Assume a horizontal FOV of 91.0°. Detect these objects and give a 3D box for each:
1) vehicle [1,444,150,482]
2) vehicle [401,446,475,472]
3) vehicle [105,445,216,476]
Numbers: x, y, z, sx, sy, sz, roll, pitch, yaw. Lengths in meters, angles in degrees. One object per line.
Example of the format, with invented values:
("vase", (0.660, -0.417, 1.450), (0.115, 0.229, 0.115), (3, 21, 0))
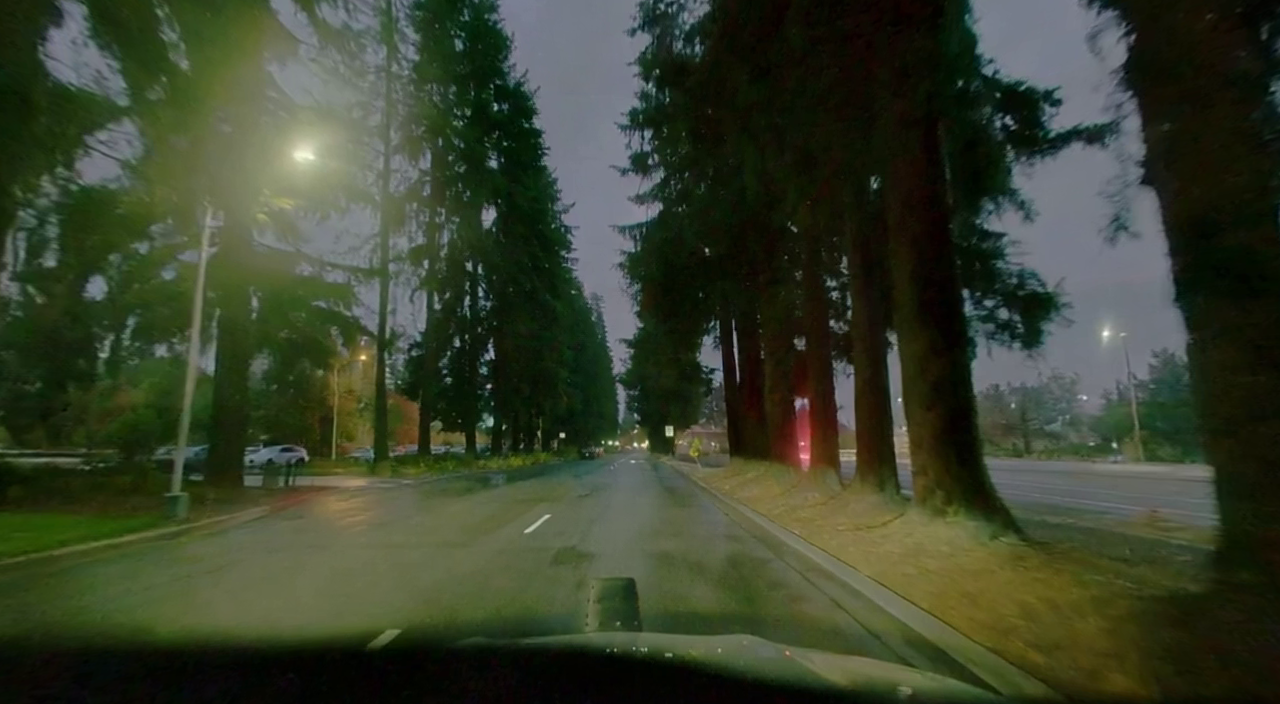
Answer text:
("vehicle", (-26.753, 5.253, 29.959), (4.931, 1.723, 2.220), (0, -8, 1))
("vehicle", (-13.987, 7.440, 43.802), (4.422, 1.694, 2.026), (0, -8, 2))
("vehicle", (-27.014, 6.101, 35.579), (4.456, 1.665, 2.161), (0, -8, 0))
